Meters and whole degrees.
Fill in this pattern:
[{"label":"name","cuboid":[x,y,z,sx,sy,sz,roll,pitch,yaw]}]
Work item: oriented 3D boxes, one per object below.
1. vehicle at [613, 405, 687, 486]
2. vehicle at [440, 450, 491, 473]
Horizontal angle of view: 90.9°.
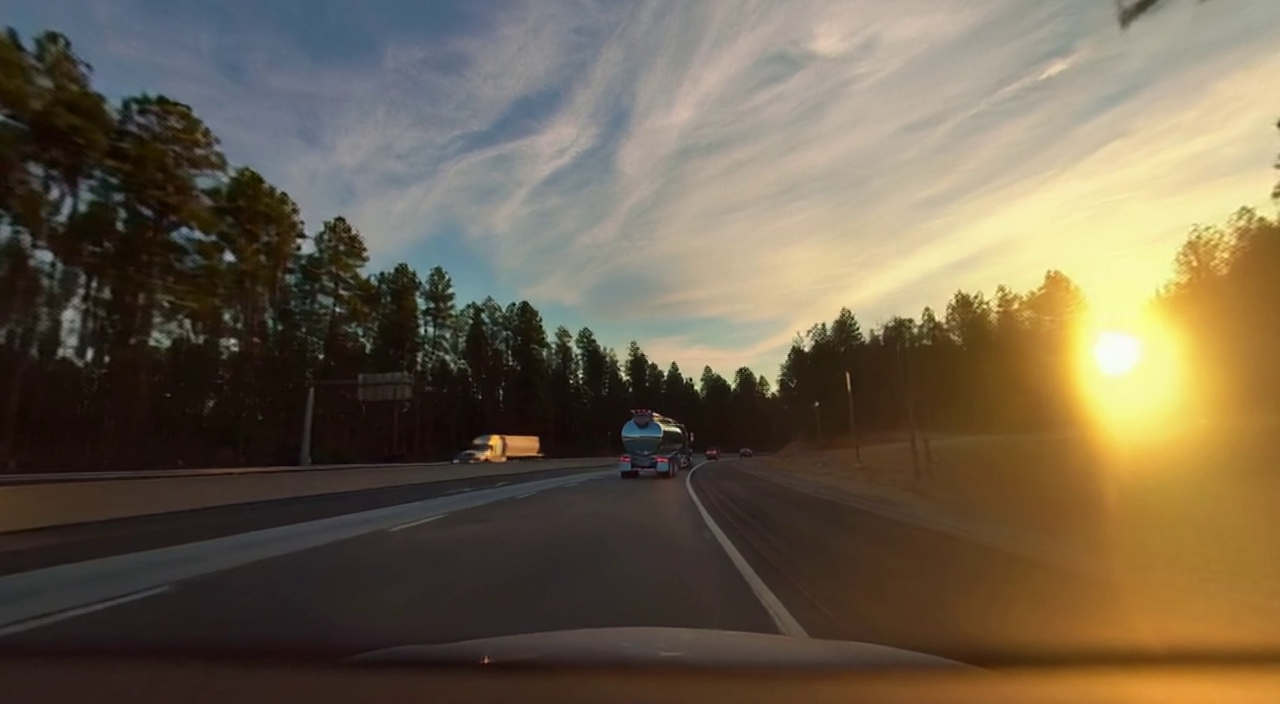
[{"label":"vehicle","cuboid":[0.917,5.293,35.941,2.907,3.747,13.318,-1,-8,6]},{"label":"vehicle","cuboid":[-12.522,7.886,45.540,1.877,1.487,4.396,-2,-8,8]}]
